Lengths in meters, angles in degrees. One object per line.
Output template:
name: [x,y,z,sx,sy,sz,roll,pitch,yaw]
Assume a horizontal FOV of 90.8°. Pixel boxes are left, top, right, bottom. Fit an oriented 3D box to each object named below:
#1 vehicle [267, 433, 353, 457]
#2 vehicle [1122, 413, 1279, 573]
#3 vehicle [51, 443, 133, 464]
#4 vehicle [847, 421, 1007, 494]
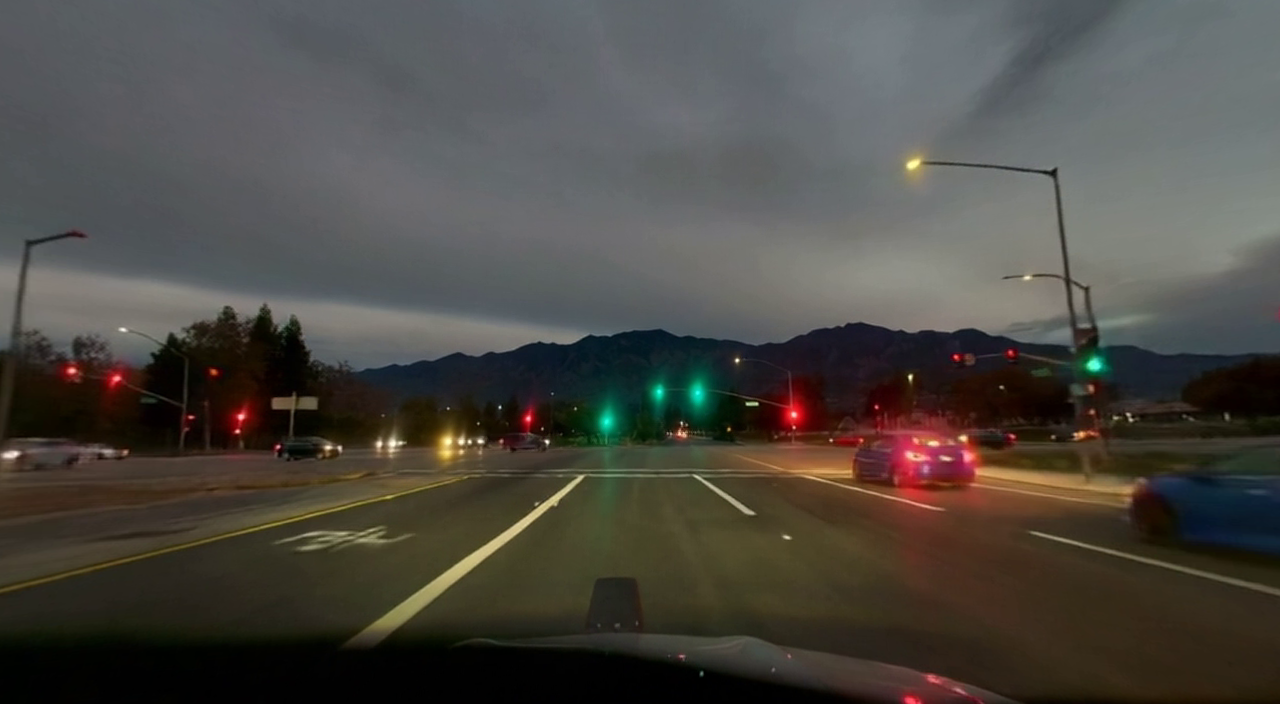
vehicle: [-25.065,7.084,48.110,5.228,1.805,2.246,1,-8,-6]
vehicle: [6.977,1.254,5.455,1.990,1.480,4.624,0,-8,0]
vehicle: [-40.928,7.560,47.232,4.218,1.542,2.044,0,-8,0]
vehicle: [6.993,2.636,16.089,1.899,1.570,4.666,0,-8,0]
